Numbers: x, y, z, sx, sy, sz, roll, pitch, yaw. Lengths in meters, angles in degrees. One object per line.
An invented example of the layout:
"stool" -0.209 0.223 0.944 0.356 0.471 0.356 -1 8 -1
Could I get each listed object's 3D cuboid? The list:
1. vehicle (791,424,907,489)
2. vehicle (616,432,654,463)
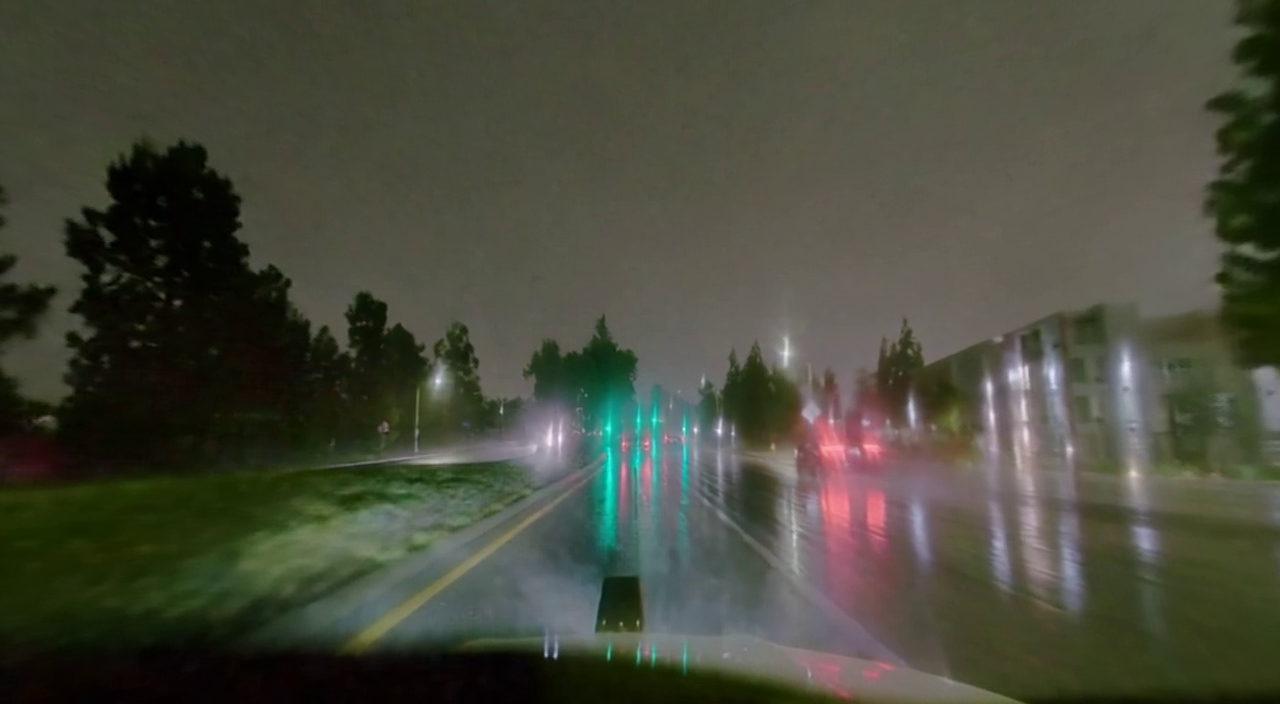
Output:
"vehicle" 6.434 3.280 20.116 2.026 1.804 4.565 0 -8 -1
"vehicle" -0.307 5.826 38.641 2.193 1.794 4.457 0 -8 0
